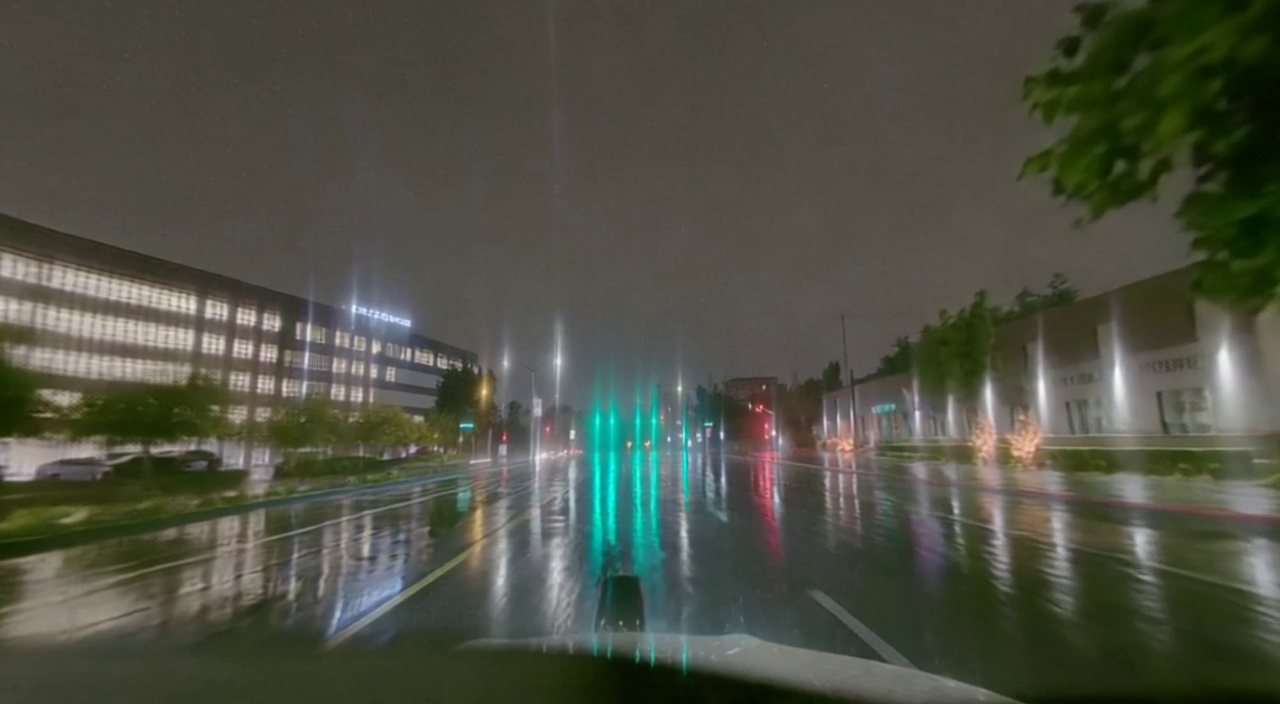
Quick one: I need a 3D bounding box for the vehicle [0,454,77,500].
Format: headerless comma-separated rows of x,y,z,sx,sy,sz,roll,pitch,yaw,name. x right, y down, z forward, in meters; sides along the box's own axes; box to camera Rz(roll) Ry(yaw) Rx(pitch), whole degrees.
-31.583,6.183,31.601,2.489,2.000,5.729,1,-8,-12,vehicle

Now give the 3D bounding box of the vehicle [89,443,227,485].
-29.657,6.965,39.080,6.271,2.087,2.748,-3,-12,1,vehicle
